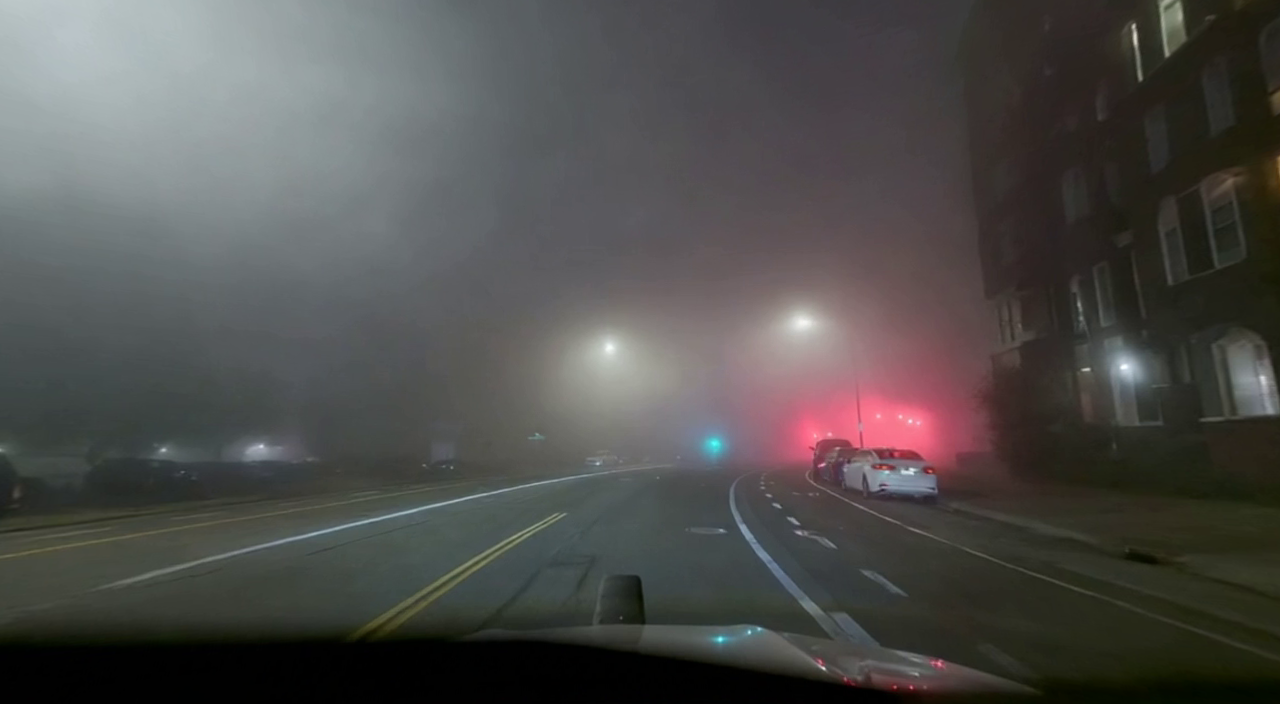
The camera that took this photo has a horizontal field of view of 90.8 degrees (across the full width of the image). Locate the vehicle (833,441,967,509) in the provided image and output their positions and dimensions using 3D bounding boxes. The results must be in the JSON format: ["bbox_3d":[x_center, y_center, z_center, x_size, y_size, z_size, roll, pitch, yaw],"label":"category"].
[{"bbox_3d":[6.645,3.150,16.823,2.077,1.502,4.902,-1,-9,8],"label":"vehicle"}]

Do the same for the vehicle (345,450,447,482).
[{"bbox_3d":[-16.557,7.699,42.965,6.006,1.964,2.474,-1,-10,14],"label":"vehicle"}]

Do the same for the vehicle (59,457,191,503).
[{"bbox_3d":[-22.820,5.624,28.057,4.586,1.836,2.034,-2,-9,14],"label":"vehicle"}]
